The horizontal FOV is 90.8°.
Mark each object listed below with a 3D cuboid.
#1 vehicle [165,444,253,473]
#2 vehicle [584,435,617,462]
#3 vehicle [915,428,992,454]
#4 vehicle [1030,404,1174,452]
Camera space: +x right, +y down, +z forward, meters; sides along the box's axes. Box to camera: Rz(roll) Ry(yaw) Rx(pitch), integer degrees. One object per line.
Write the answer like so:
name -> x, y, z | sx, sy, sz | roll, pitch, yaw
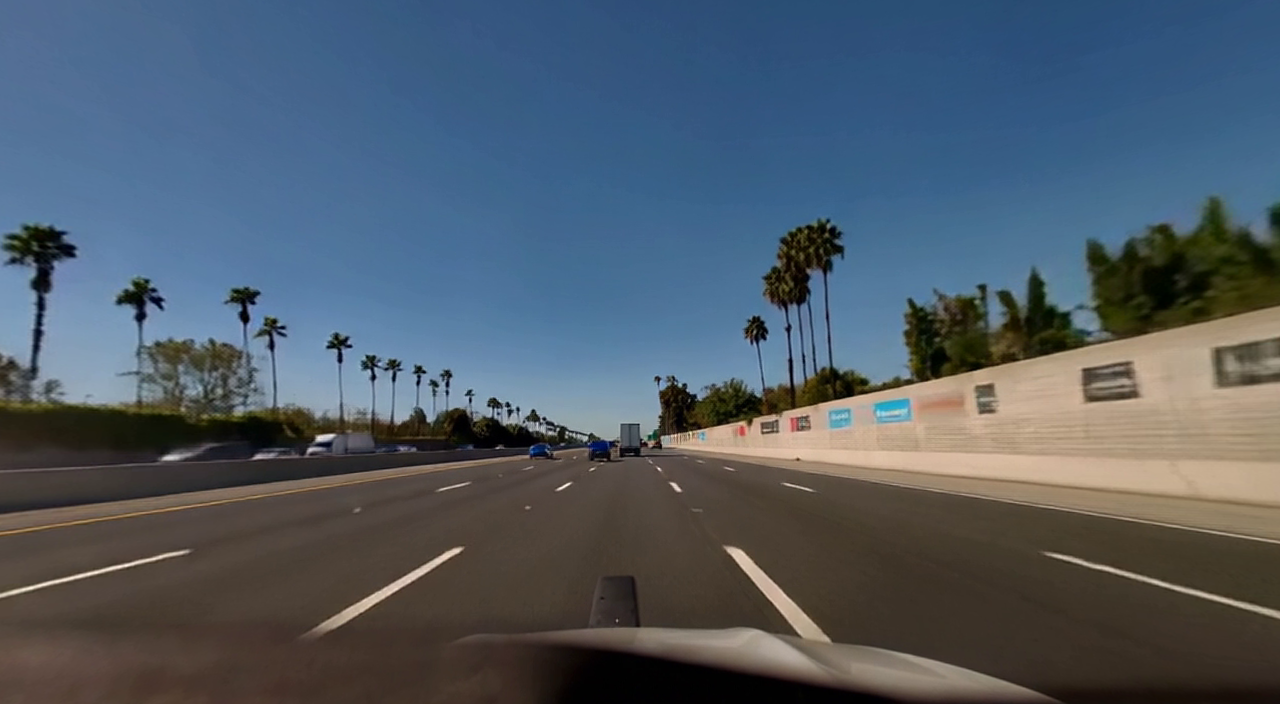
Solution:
vehicle -> -26.257, 6.479, 38.705 | 2.196, 1.608, 4.473 | 0, -8, 0
vehicle -> -3.075, 7.590, 49.845 | 2.390, 2.007, 4.901 | 0, -8, -1
vehicle -> 23.556, 6.695, 47.543 | 4.675, 1.823, 2.059 | 0, -8, -2
vehicle -> 23.821, 3.959, 32.717 | 5.716, 2.092, 2.177 | -2, -11, -4
